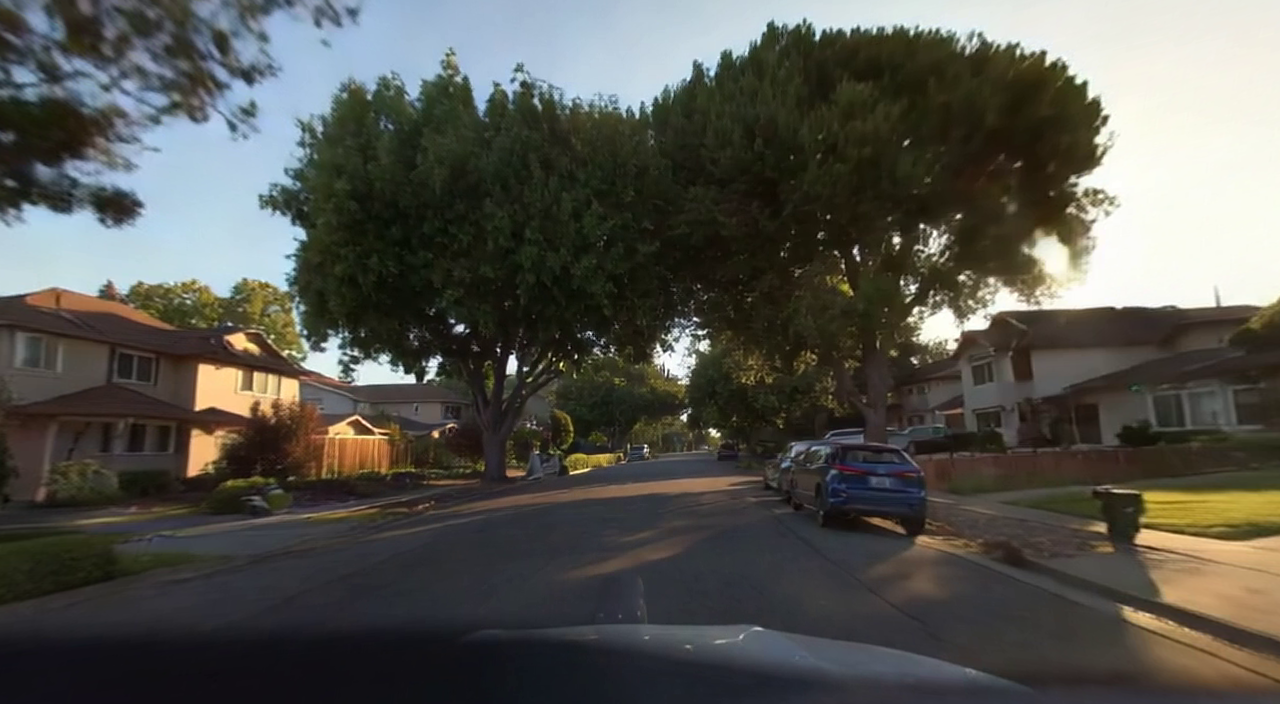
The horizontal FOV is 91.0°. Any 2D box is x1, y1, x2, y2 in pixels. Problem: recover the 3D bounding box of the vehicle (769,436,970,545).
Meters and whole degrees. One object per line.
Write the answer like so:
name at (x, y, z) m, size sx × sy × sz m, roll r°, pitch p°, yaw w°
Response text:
vehicle at (3.618, 2.237, 10.889) m, size 2.006 × 1.494 × 4.211 m, roll 0°, pitch -9°, yaw 2°
